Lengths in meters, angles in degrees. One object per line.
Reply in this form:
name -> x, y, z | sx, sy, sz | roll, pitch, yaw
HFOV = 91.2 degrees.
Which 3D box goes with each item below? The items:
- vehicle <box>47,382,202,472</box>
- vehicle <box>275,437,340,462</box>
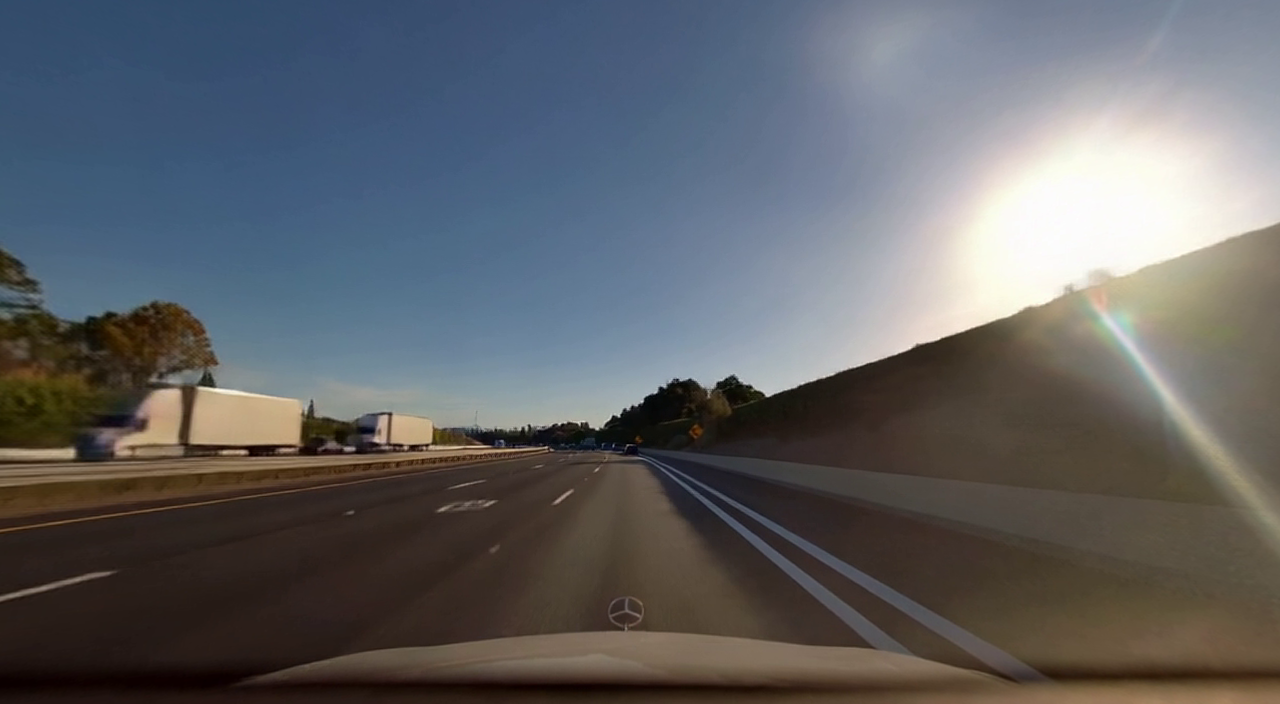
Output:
vehicle -> -25.470, 3.794, 31.371 | 3.368, 4.102, 4.839 | 0, -8, -1
vehicle -> -21.365, 6.292, 40.510 | 1.844, 1.525, 4.466 | 0, -9, -1
